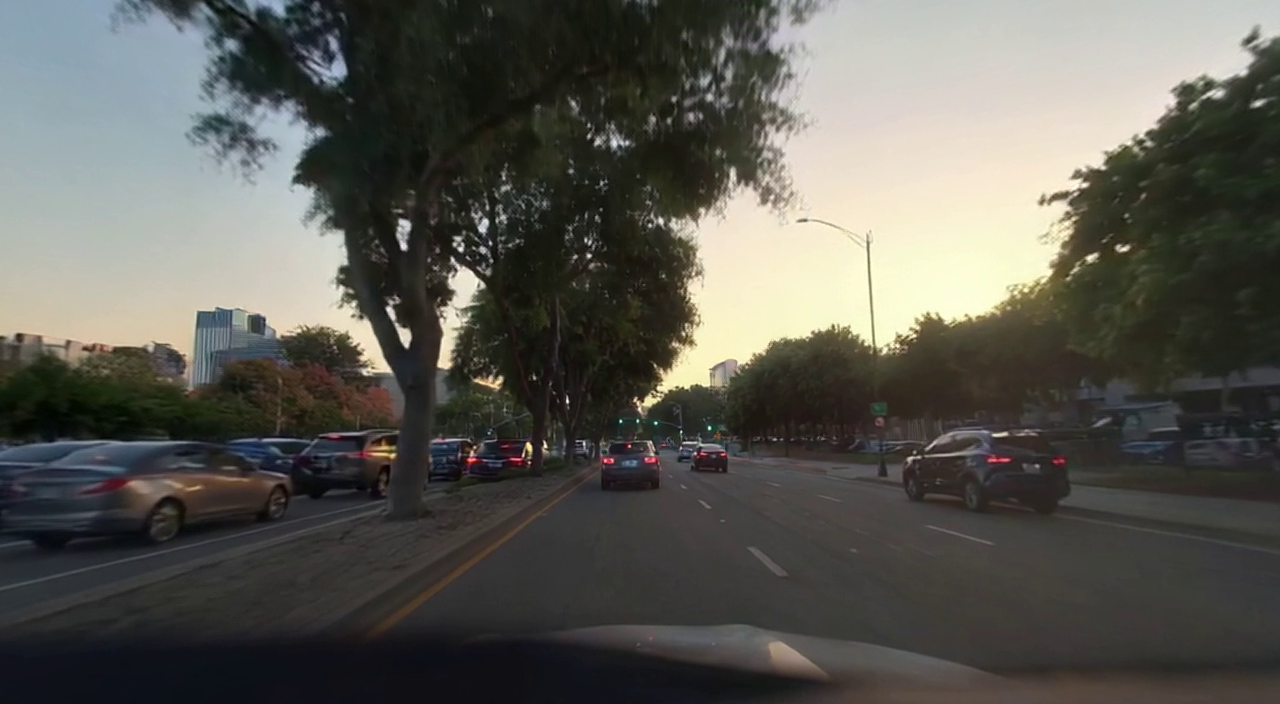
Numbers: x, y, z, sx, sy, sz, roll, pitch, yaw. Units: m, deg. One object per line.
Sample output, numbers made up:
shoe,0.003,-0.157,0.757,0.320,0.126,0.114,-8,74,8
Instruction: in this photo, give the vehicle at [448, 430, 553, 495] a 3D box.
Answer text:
vehicle,-3.851,3.150,18.299,2.009,1.619,4.376,0,-9,1

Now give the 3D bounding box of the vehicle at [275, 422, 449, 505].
vehicle,-6.784,2.802,16.328,1.864,1.737,5.689,0,-9,1

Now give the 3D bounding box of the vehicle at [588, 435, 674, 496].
vehicle,-0.250,3.177,18.022,2.161,1.501,4.184,0,-9,0

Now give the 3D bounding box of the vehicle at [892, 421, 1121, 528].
vehicle,6.683,2.266,12.194,1.889,1.681,4.120,0,-9,0

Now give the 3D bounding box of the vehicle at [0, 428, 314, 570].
vehicle,-6.837,1.918,9.100,1.877,1.493,4.624,0,-9,-1

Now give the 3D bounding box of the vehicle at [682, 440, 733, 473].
vehicle,3.255,5.131,31.130,1.905,1.473,4.183,0,-9,-2
